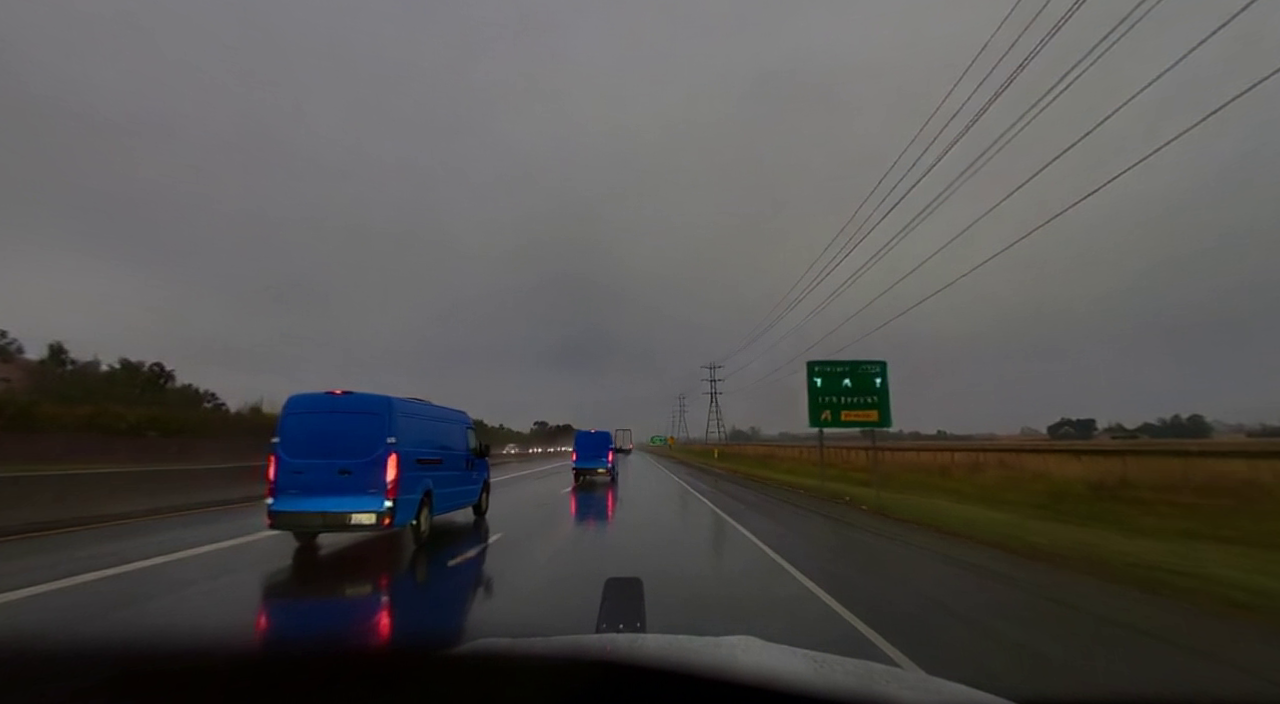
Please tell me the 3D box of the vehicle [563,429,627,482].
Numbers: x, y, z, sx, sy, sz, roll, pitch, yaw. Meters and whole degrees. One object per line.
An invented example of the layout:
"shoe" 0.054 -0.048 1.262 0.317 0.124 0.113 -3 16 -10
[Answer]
"vehicle" -1.748 4.341 26.582 2.197 2.011 5.130 0 -9 1

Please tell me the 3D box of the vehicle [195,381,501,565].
"vehicle" -3.767 1.712 9.487 2.145 2.010 4.980 0 -9 0
